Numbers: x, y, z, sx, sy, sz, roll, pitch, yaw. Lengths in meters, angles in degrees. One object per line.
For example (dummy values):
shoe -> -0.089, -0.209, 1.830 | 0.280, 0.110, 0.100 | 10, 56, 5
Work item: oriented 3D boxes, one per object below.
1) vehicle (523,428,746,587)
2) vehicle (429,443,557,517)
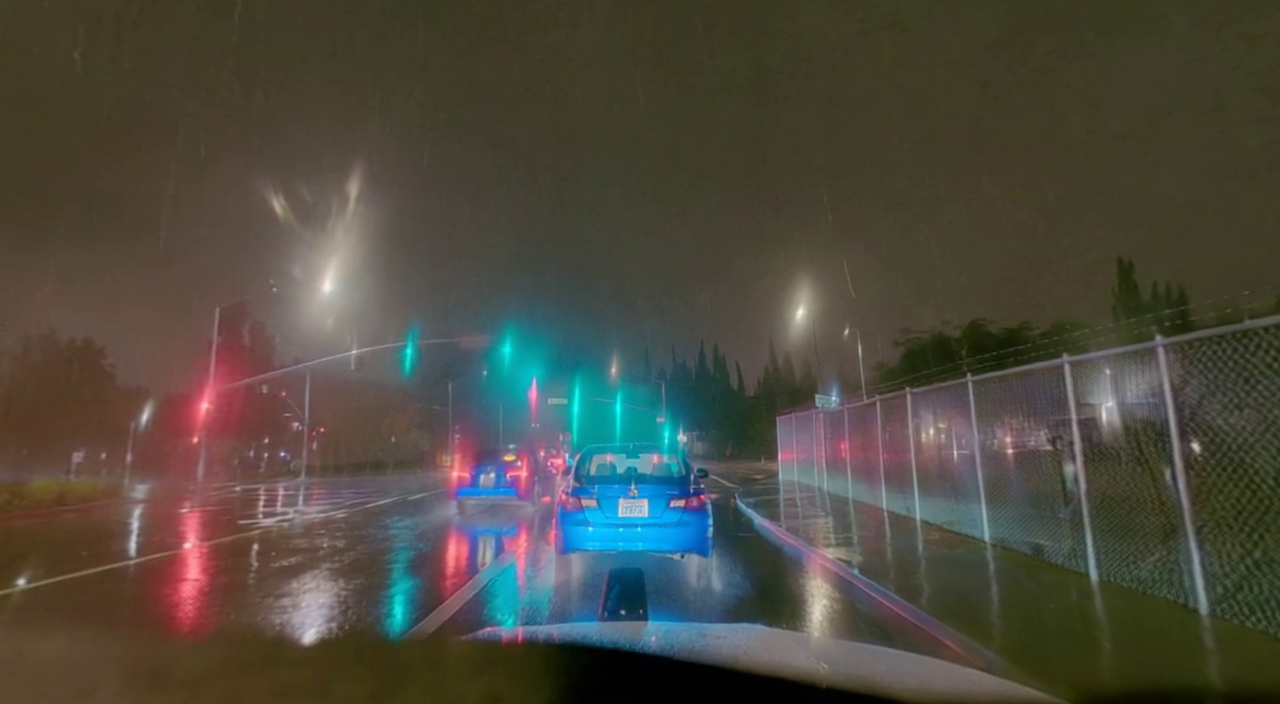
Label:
vehicle -> -0.080, 1.808, 8.157 | 2.144, 1.514, 4.063 | 0, -9, -1
vehicle -> -3.272, 2.946, 15.046 | 1.971, 1.488, 4.581 | 0, -9, 0
